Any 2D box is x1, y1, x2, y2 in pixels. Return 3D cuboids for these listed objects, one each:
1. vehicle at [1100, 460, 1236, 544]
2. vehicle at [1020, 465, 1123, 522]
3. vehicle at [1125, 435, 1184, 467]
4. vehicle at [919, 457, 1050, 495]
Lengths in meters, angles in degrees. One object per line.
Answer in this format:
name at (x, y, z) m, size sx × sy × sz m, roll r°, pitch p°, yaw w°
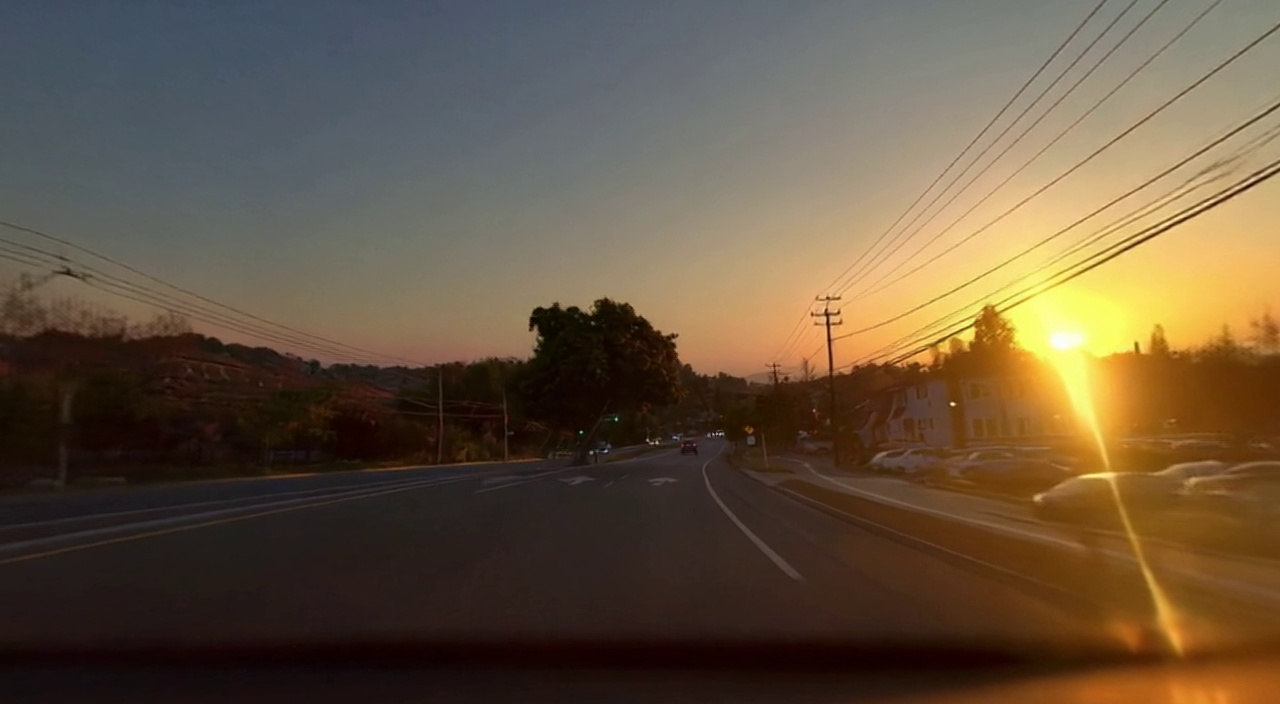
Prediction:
vehicle at (13.575, 3.684, 16.102) m, size 4.456 × 1.693 × 2.017 m, roll 8°, pitch -12°, yaw -43°
vehicle at (13.776, 4.380, 20.017) m, size 1.862 × 1.457 × 4.340 m, roll -8°, pitch -12°, yaw 44°
vehicle at (33.988, 6.491, 41.580) m, size 4.791 × 1.501 × 1.930 m, roll 0°, pitch -11°, yaw -41°
vehicle at (15.318, 5.489, 28.243) m, size 1.885 × 1.433 × 4.719 m, roll 7°, pitch -11°, yaw -39°
